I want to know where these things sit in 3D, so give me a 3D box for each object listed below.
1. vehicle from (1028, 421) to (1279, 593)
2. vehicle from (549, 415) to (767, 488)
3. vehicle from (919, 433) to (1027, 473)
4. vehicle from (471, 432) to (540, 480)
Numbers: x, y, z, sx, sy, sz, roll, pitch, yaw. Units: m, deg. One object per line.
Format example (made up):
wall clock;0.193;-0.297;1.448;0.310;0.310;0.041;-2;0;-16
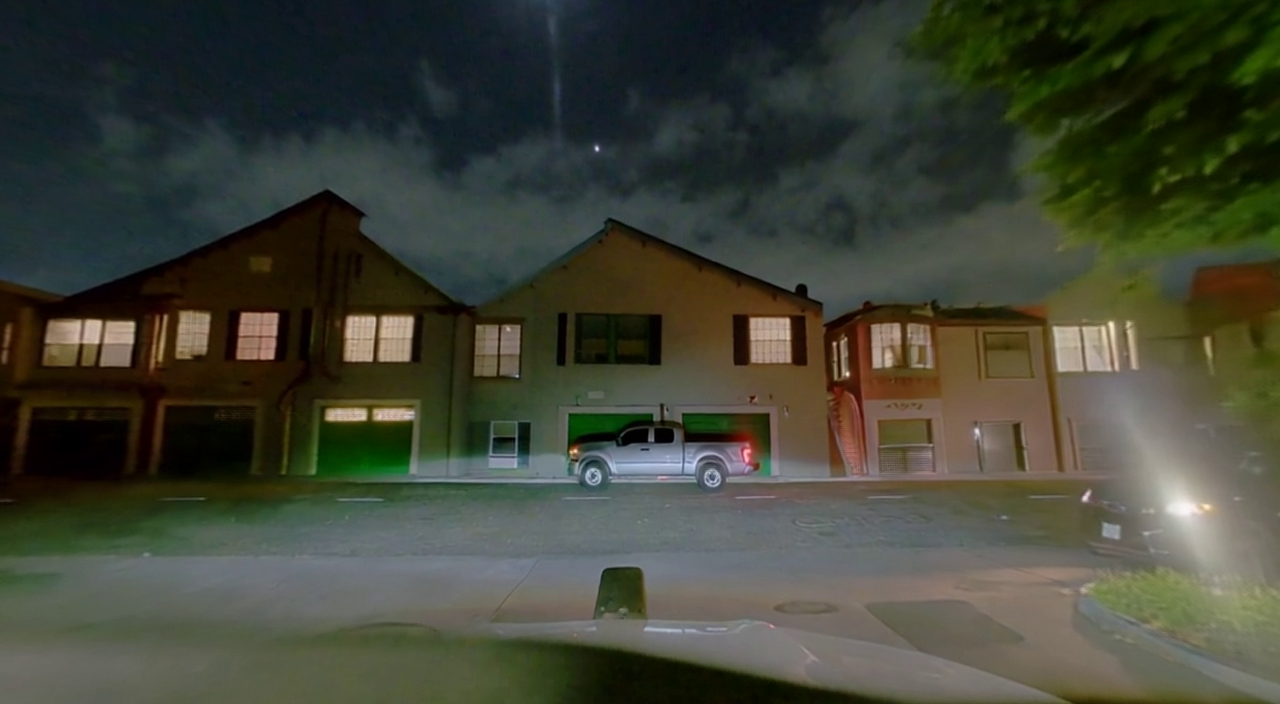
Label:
vehicle;7.531;1.752;7.875;4.074;1.617;2.112;-1;-5;-8
vehicle;0.449;2.734;17.441;5.600;1.835;2.161;0;-9;-1
vehicle;14.826;4.543;28.267;3.770;1.496;1.951;3;-10;0
vehicle;-5.366;4.174;25.635;1.869;1.460;3.826;-3;-4;0
